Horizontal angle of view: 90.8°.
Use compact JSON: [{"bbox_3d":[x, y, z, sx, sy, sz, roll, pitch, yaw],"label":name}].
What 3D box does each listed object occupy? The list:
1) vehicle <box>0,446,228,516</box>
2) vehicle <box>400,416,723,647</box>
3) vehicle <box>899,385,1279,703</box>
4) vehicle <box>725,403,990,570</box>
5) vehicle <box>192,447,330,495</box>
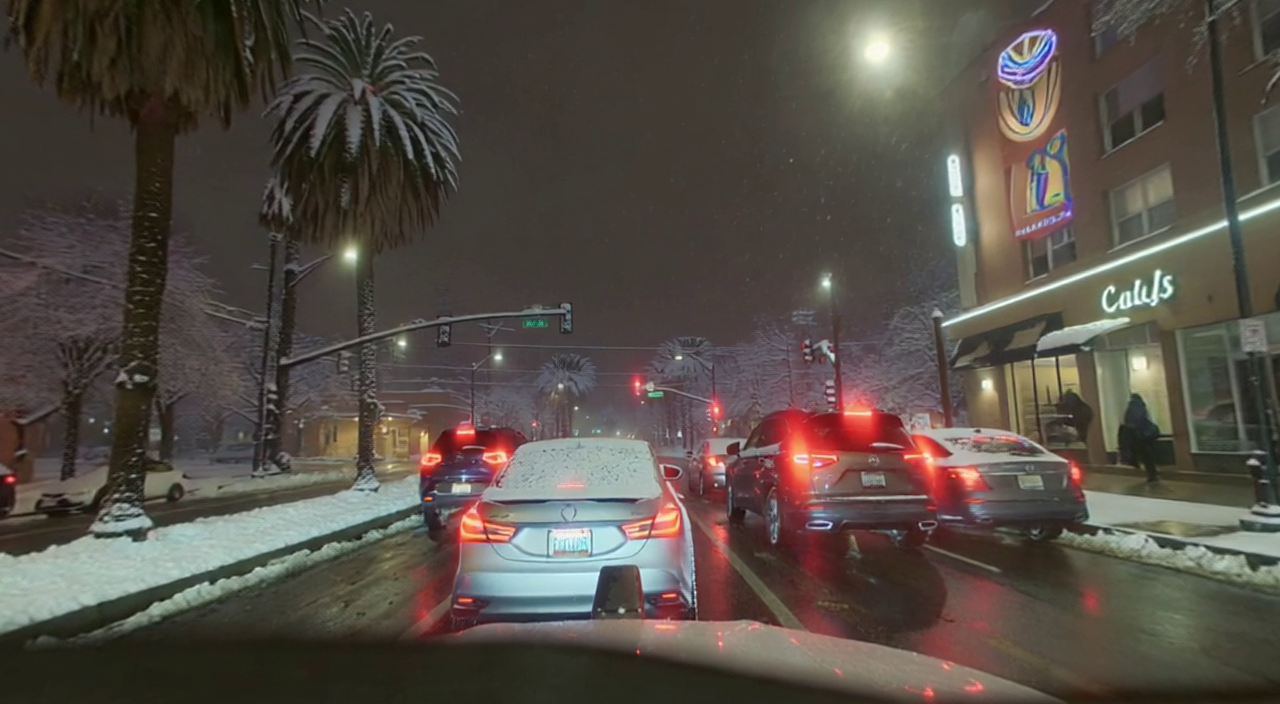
[{"bbox_3d":[-12.864,3.134,15.938,1.870,1.475,4.531,0,-9,0],"label":"vehicle"},{"bbox_3d":[-0.521,1.478,6.224,2.096,1.492,4.071,0,-9,0],"label":"vehicle"},{"bbox_3d":[2.622,0.811,1.476,2.085,1.469,4.458,0,-9,-1],"label":"vehicle"},{"bbox_3d":[2.638,1.770,9.060,2.096,1.775,4.440,0,-9,-1],"label":"vehicle"},{"bbox_3d":[-12.861,4.026,21.872,1.856,1.455,4.700,0,-9,0],"label":"vehicle"}]
